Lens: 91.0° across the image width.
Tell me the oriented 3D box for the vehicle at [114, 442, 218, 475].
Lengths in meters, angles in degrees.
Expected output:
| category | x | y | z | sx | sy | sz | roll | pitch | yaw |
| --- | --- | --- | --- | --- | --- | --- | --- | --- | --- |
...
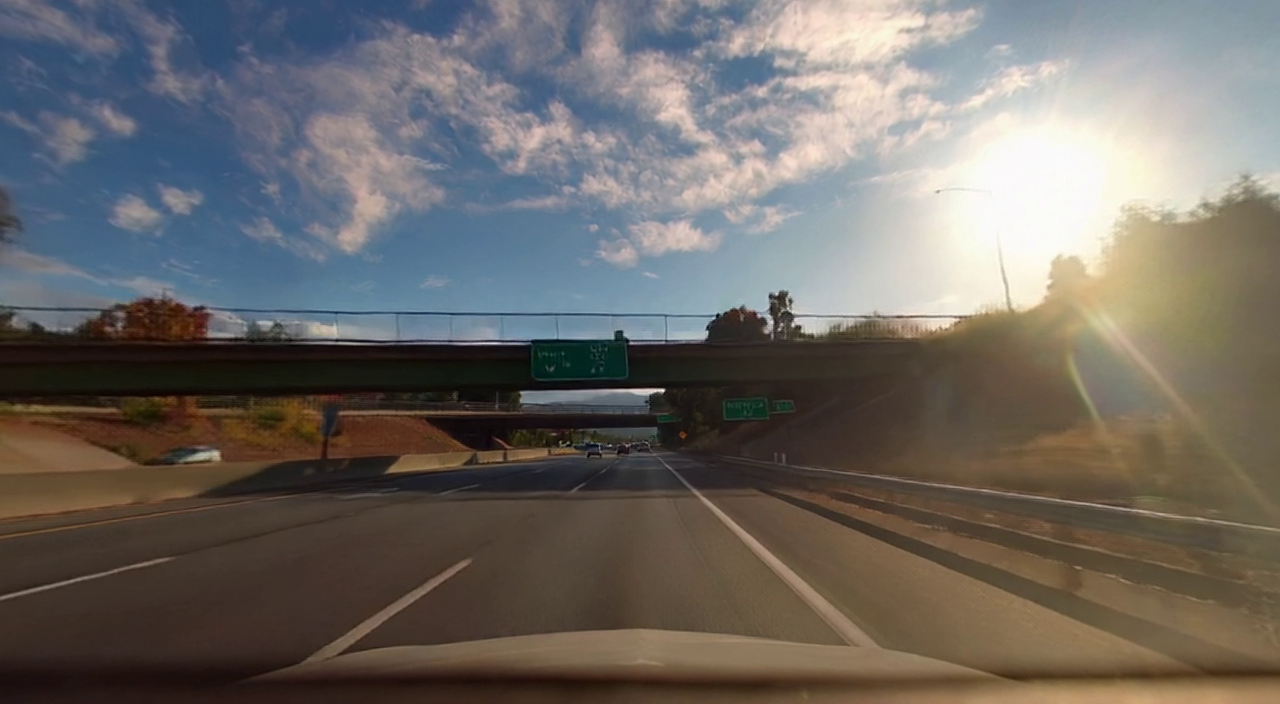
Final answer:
| category | x | y | z | sx | sy | sz | roll | pitch | yaw |
| --- | --- | --- | --- | --- | --- | --- | --- | --- | --- |
| vehicle | -31.912 | 7.189 | 42.704 | 2.228 | 2.038 | 6.039 | 0 | -9 | 1 |
